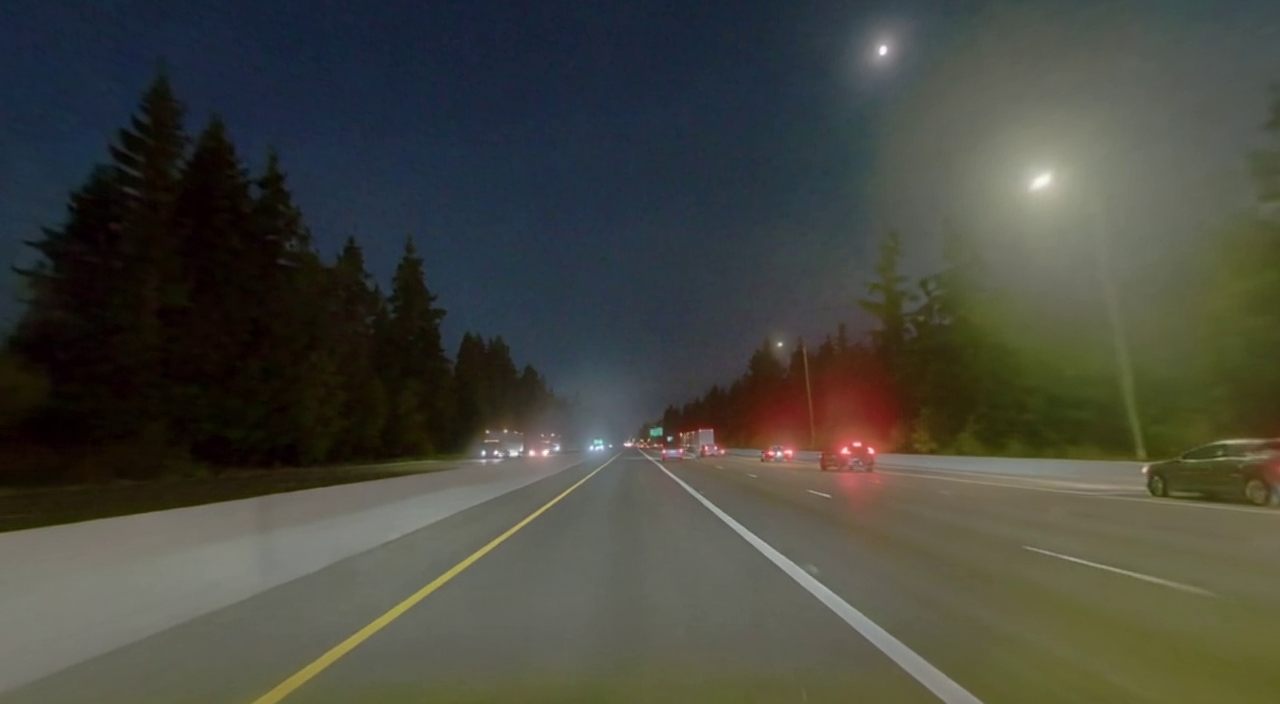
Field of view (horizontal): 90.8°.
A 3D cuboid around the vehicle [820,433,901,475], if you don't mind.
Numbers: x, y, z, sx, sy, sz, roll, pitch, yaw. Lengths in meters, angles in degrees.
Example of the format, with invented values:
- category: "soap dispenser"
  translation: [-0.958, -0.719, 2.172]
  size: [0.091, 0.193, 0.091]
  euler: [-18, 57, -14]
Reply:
- category: "vehicle"
  translation: [10.205, 4.761, 29.663]
  size: [2.098, 1.820, 4.505]
  euler: [0, -8, -1]

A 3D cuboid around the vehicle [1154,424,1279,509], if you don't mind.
- category: "vehicle"
  translation: [14.045, 2.463, 13.719]
  size: [1.957, 1.709, 4.387]
  euler: [0, -8, -1]

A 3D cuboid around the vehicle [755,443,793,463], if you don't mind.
- category: "vehicle"
  translation: [10.393, 7.849, 49.137]
  size: [1.931, 1.479, 4.183]
  euler: [0, -8, -2]
